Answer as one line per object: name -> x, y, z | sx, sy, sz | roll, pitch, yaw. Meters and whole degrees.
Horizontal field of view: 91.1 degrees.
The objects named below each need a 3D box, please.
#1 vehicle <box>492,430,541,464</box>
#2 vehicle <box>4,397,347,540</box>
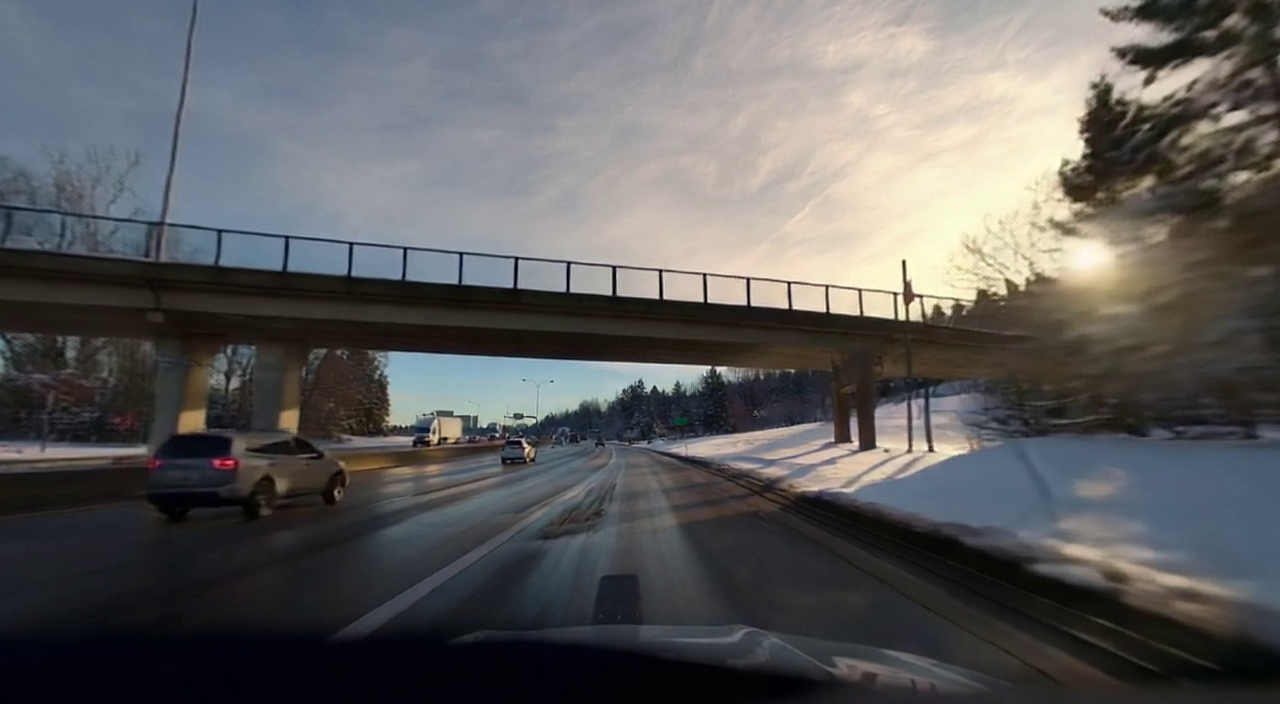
vehicle -> -7.319, 5.666, 37.657 | 1.956, 1.888, 4.512 | 0, -8, 1
vehicle -> -7.355, 1.886, 10.867 | 2.188, 1.896, 4.810 | 0, -8, 1
